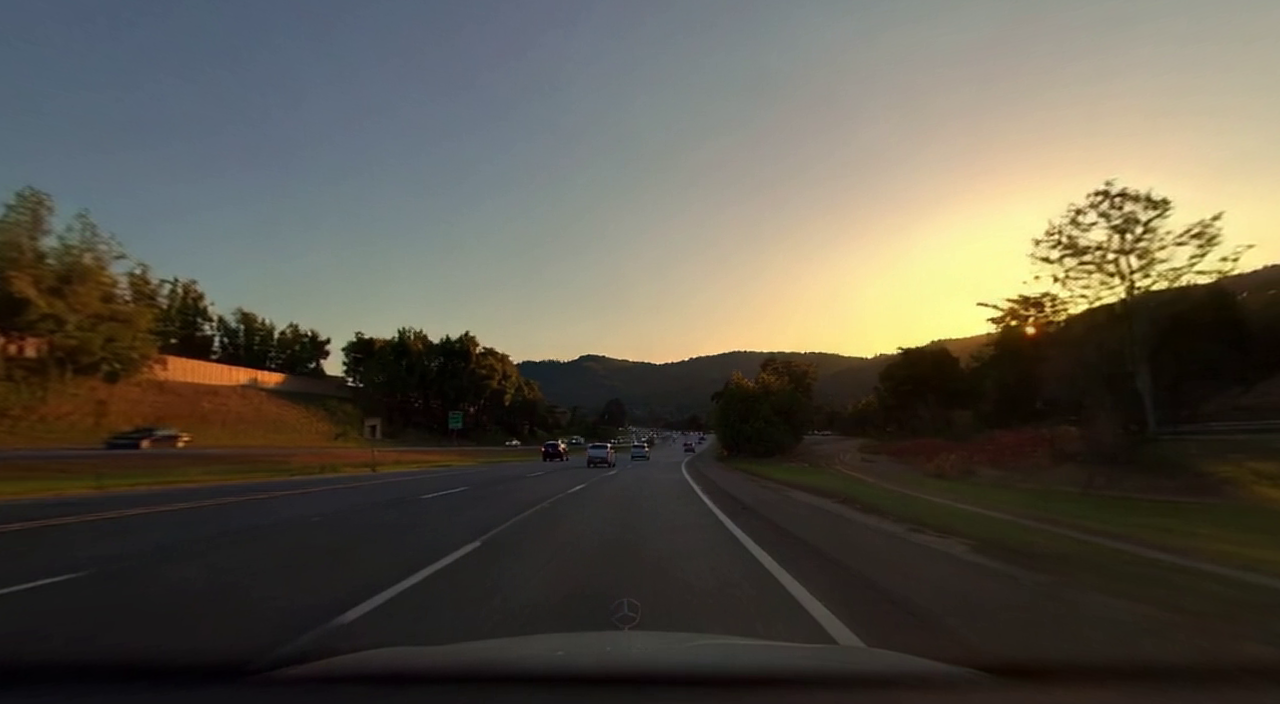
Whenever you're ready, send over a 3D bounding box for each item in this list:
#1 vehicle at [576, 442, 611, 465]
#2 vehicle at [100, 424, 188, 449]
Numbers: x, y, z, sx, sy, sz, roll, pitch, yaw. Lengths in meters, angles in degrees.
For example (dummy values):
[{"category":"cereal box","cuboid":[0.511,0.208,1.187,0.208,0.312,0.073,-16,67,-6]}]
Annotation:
[{"category":"vehicle","cuboid":[-3.492,7.745,48.275,2.035,1.673,4.469,0,-9,3]},{"category":"vehicle","cuboid":[-32.618,5.609,41.588,1.985,1.514,4.533,0,-9,3]}]
